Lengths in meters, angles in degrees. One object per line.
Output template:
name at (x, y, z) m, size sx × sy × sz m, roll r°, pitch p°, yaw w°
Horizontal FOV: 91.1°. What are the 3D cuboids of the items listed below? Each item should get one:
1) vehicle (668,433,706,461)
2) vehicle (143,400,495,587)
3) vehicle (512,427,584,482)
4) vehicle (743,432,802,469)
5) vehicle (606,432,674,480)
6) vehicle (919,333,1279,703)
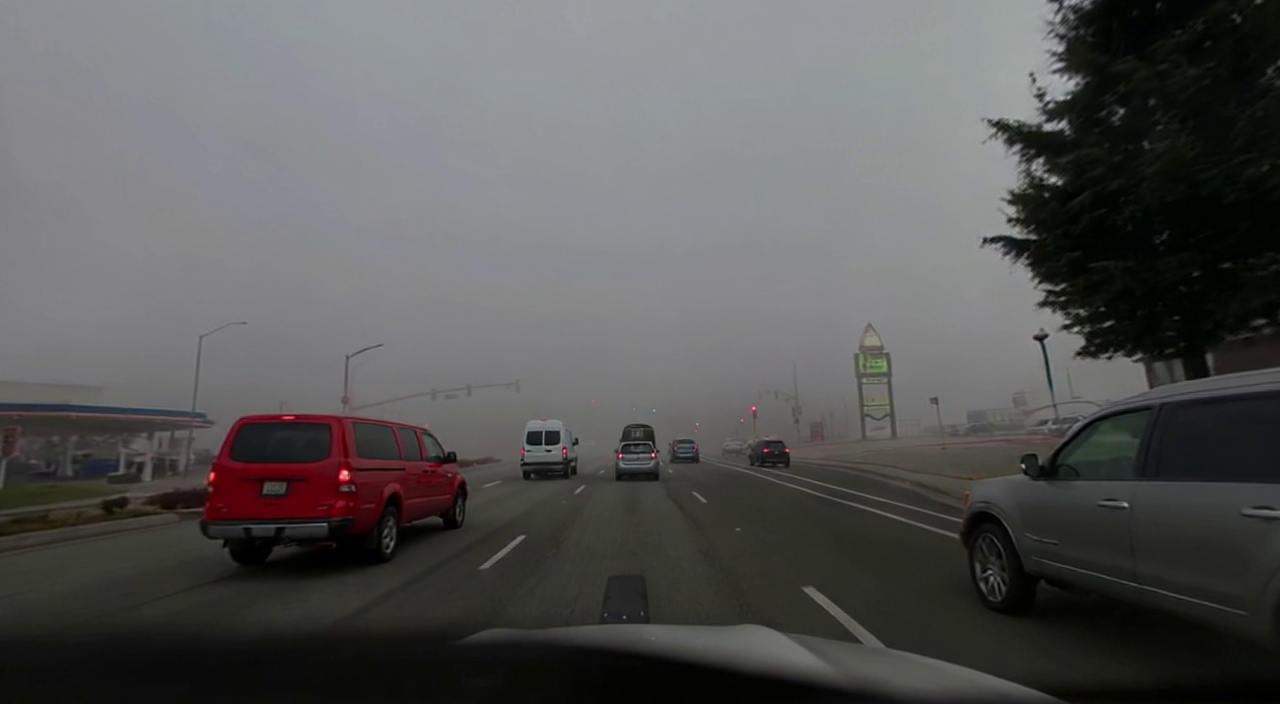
vehicle at (3.255, 6.721, 44.411) m, size 2.193 × 1.795 × 5.130 m, roll 0°, pitch -8°, yaw -1°
vehicle at (-3.632, 1.713, 8.563) m, size 2.002 × 1.747 × 5.173 m, roll 0°, pitch -8°, yaw 1°
vehicle at (-3.498, 4.004, 24.820) m, size 2.025 × 1.936 × 4.995 m, roll 0°, pitch -8°, yaw 1°
vehicle at (6.563, 4.939, 31.561) m, size 2.119 × 1.696 × 4.623 m, roll 0°, pitch -8°, yaw 2°
vehicle at (0.008, 4.152, 25.318) m, size 2.426 × 1.703 × 5.602 m, roll 0°, pitch -8°, yaw 0°
vehicle at (3.654, 0.972, 3.526) m, size 2.055 × 1.786 × 4.817 m, roll 0°, pitch -8°, yaw 2°
